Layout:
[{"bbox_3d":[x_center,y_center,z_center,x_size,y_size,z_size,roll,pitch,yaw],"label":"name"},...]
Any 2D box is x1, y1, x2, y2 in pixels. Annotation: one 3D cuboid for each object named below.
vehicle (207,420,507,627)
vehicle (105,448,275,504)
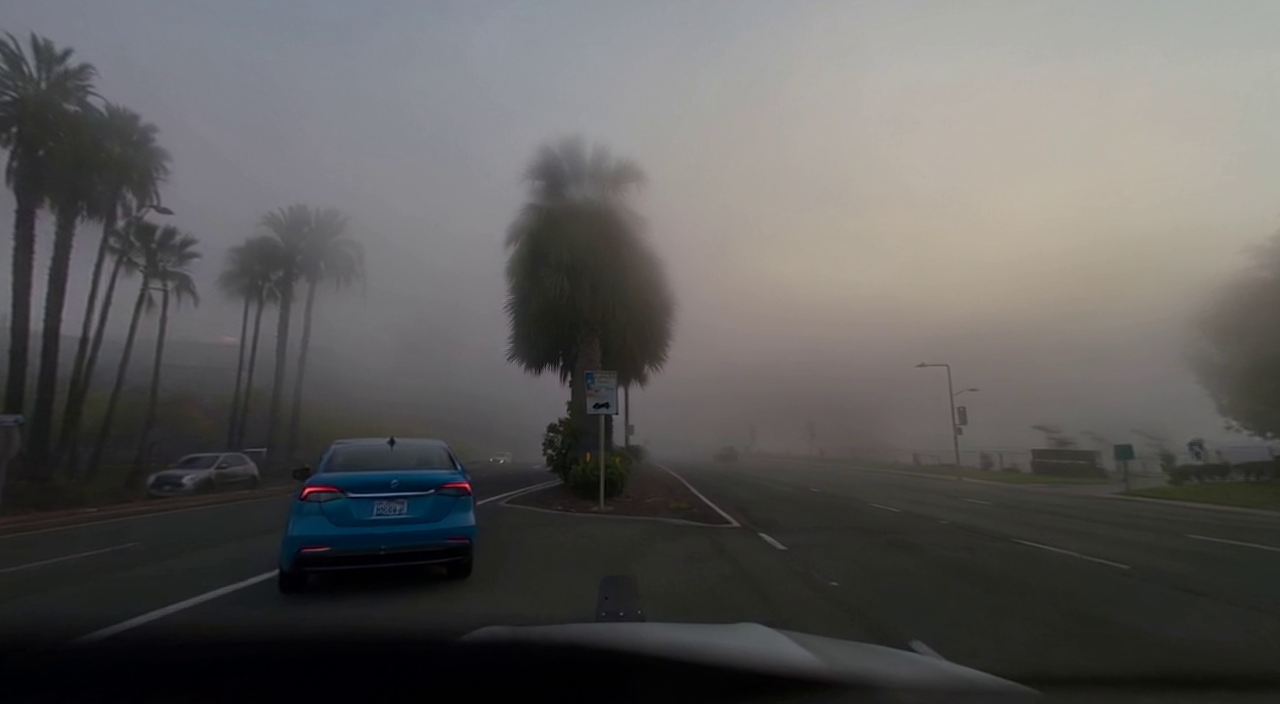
[{"bbox_3d":[-3.357,1.586,6.947,1.986,1.473,4.382,6,-11,-37],"label":"vehicle"},{"bbox_3d":[-13.437,3.694,19.317,2.099,1.464,4.615,1,-9,-5],"label":"vehicle"}]
